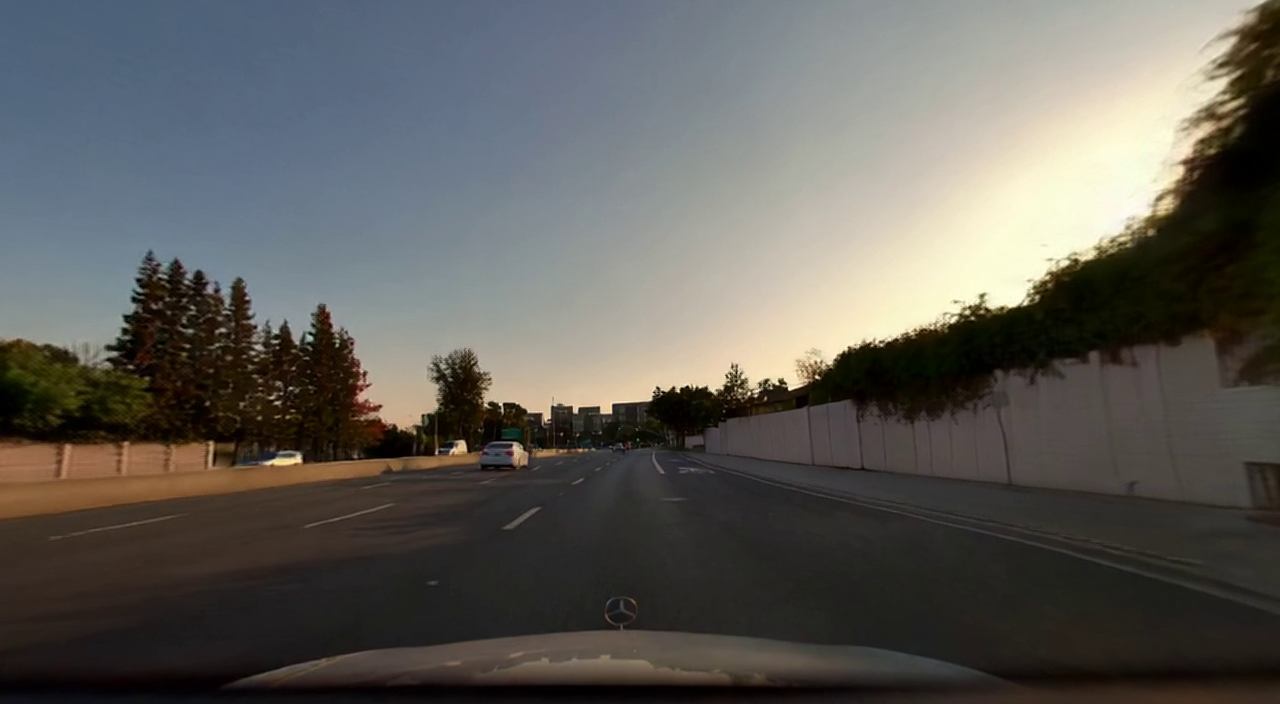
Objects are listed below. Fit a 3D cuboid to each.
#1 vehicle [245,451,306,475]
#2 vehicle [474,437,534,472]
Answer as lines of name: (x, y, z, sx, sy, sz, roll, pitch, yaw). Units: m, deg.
vehicle: (-27.715, 8.441, 48.212, 1.958, 1.712, 4.643, 0, -9, -2)
vehicle: (-7.294, 5.545, 34.377, 2.115, 1.711, 4.722, -1, -9, 1)
